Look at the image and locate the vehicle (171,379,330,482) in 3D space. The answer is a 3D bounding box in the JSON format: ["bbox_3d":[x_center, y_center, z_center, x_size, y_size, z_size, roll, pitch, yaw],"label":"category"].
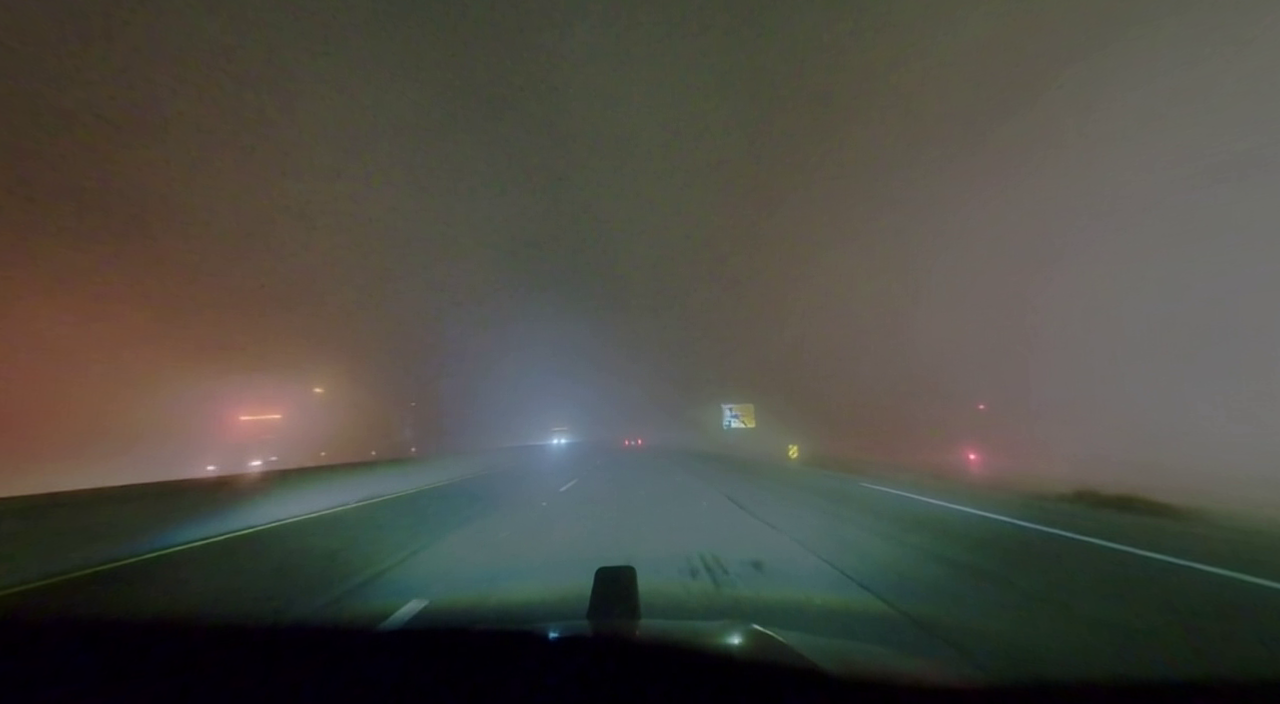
[{"bbox_3d":[-16.511,3.412,27.376,2.983,3.932,6.093,0,-8,-1],"label":"vehicle"}]
